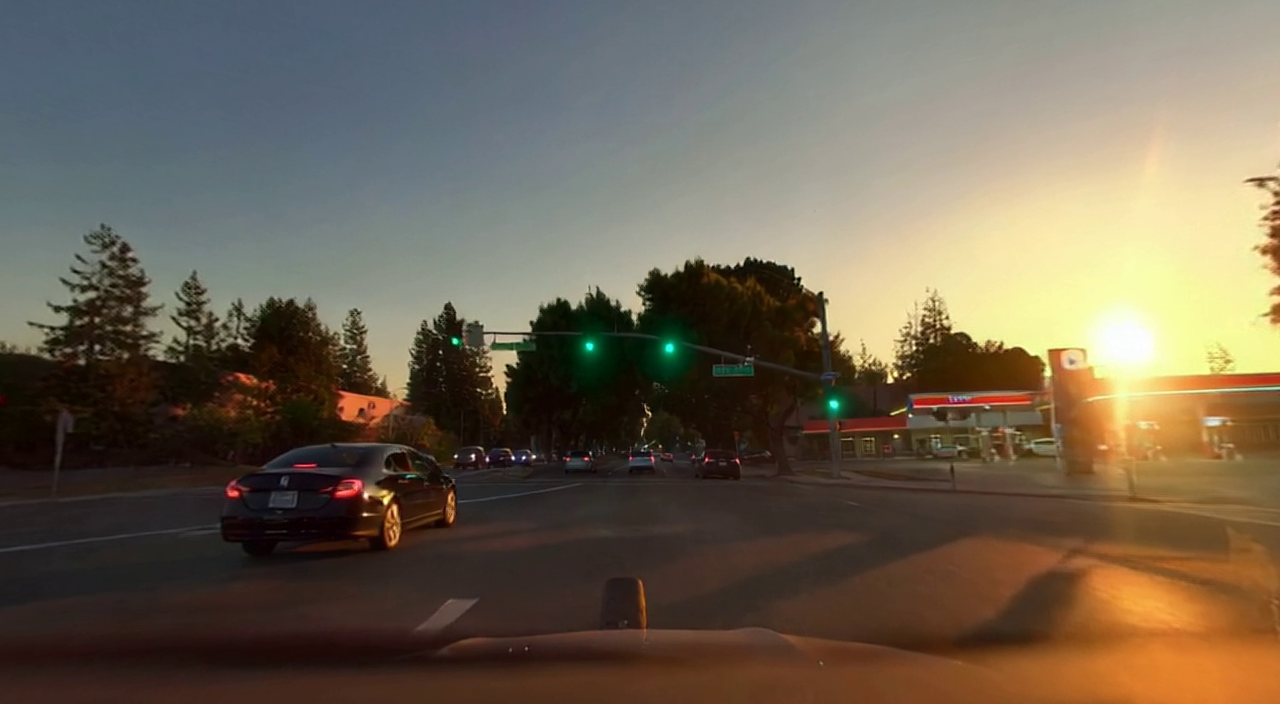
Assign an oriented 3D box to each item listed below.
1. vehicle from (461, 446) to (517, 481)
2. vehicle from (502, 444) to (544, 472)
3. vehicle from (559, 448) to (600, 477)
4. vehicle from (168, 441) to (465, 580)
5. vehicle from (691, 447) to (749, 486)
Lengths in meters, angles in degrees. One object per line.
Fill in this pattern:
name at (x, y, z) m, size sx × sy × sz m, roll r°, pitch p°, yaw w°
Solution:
vehicle at (-8.262, 6.106, 34.919) m, size 1.922 × 1.660 × 4.332 m, roll -3°, pitch -8°, yaw 2°
vehicle at (-8.475, 7.709, 46.316) m, size 2.370 × 1.909 × 5.431 m, roll 0°, pitch -8°, yaw -4°
vehicle at (-3.330, 6.174, 35.480) m, size 1.841 × 1.474 × 4.038 m, roll 0°, pitch -8°, yaw 1°
vehicle at (-4.105, 2.035, 9.031) m, size 1.803 × 1.463 × 4.422 m, roll 0°, pitch -8°, yaw 2°
vehicle at (3.266, 4.766, 26.504) m, size 1.883 × 1.465 × 3.975 m, roll 0°, pitch -8°, yaw -1°
